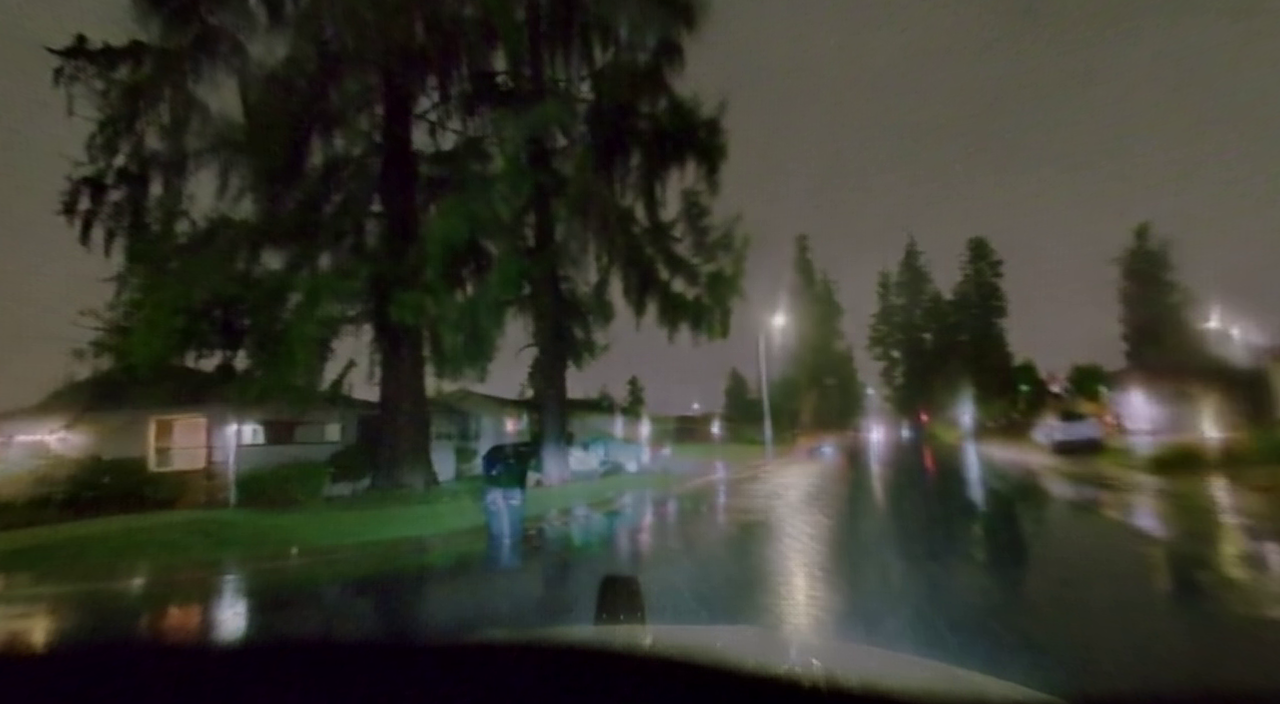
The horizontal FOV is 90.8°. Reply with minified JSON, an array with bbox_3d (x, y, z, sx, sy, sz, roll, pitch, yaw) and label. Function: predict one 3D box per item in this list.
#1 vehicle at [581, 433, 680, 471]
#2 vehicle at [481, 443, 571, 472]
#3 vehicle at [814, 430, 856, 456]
[{"bbox_3d":[-0.488,5.003,31.567,4.559,1.745,1.918,-5,-9,21],"label":"vehicle"},{"bbox_3d":[-6.214,5.734,34.409,4.531,1.470,1.855,-5,-9,24],"label":"vehicle"},{"bbox_3d":[14.637,6.802,47.164,2.319,1.758,4.545,-5,-9,24],"label":"vehicle"}]
